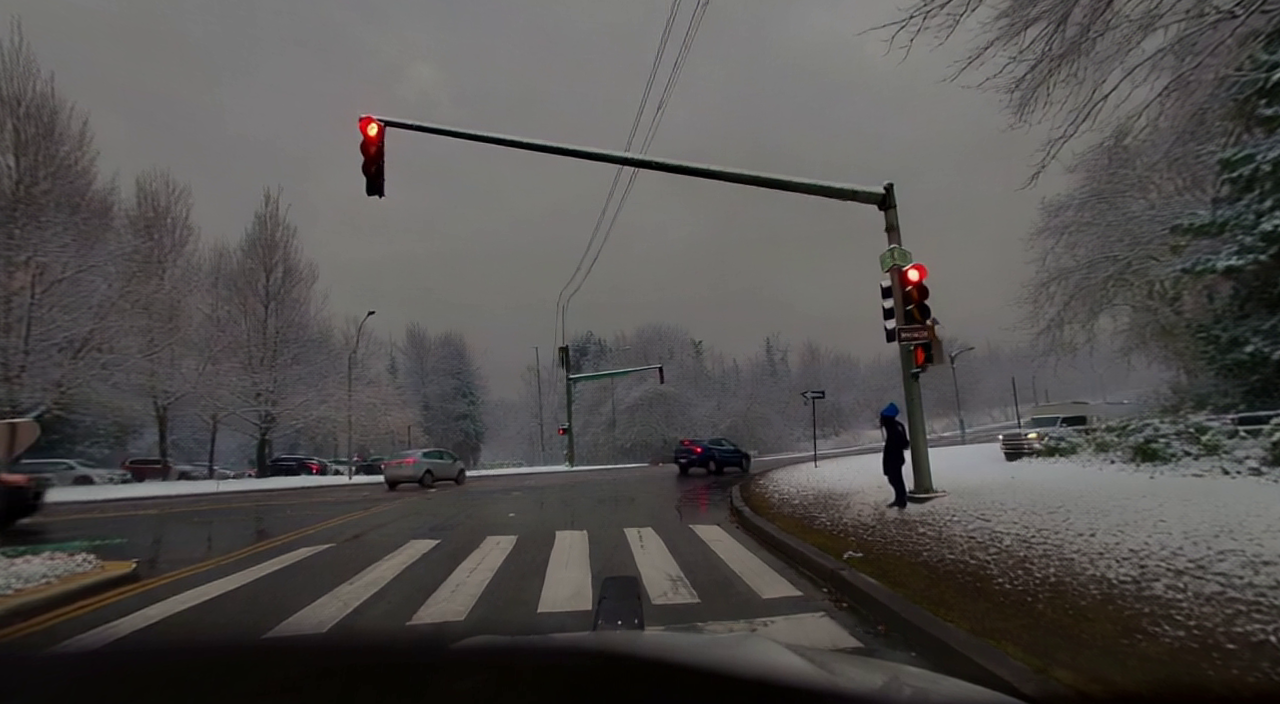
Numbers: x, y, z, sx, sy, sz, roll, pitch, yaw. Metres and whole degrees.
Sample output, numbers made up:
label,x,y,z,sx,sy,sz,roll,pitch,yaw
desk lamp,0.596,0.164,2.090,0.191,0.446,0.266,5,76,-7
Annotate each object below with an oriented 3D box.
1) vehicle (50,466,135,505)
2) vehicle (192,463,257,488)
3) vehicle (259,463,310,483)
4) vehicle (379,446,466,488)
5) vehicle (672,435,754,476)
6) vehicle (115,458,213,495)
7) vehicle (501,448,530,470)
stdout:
label,x,y,z,sx,sy,sz,roll,pitch,yaw
vehicle,-25.423,6.157,29.263,1.694,1.528,4.225,3,-10,-24
vehicle,-28.541,8.477,43.157,1.768,1.465,3.972,0,-9,-1
vehicle,-28.146,9.576,49.743,1.776,1.452,3.920,0,-9,0
vehicle,-9.429,4.992,27.495,1.832,1.674,3.805,-2,-9,12
vehicle,3.674,5.111,31.117,1.988,1.853,4.314,-8,-11,39
vehicle,-27.833,7.264,36.904,2.064,1.913,5.081,0,-9,-4
vehicle,-9.315,8.015,46.987,1.776,1.558,3.779,1,-9,-6
